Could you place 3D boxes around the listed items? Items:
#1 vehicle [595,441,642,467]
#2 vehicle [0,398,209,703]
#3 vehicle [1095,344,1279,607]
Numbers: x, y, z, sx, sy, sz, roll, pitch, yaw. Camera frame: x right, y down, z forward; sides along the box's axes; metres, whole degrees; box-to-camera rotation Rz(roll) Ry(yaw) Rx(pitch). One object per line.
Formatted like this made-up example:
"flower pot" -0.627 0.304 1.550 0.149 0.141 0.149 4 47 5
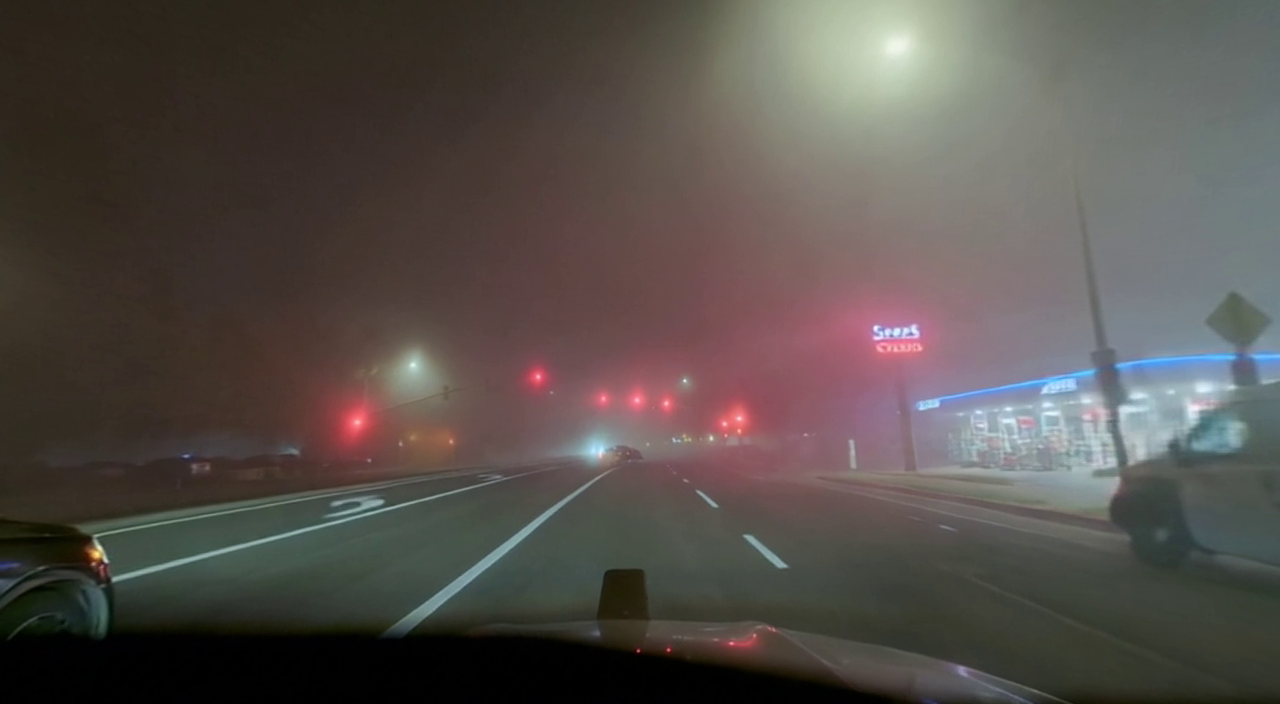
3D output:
"vehicle" -1.203 6.181 38.339 2.082 1.460 4.442 -1 -9 8
"vehicle" -3.462 0.758 1.309 2.018 1.470 4.346 0 -8 0
"vehicle" 7.105 0.936 4.531 2.764 2.327 6.492 0 -8 0
